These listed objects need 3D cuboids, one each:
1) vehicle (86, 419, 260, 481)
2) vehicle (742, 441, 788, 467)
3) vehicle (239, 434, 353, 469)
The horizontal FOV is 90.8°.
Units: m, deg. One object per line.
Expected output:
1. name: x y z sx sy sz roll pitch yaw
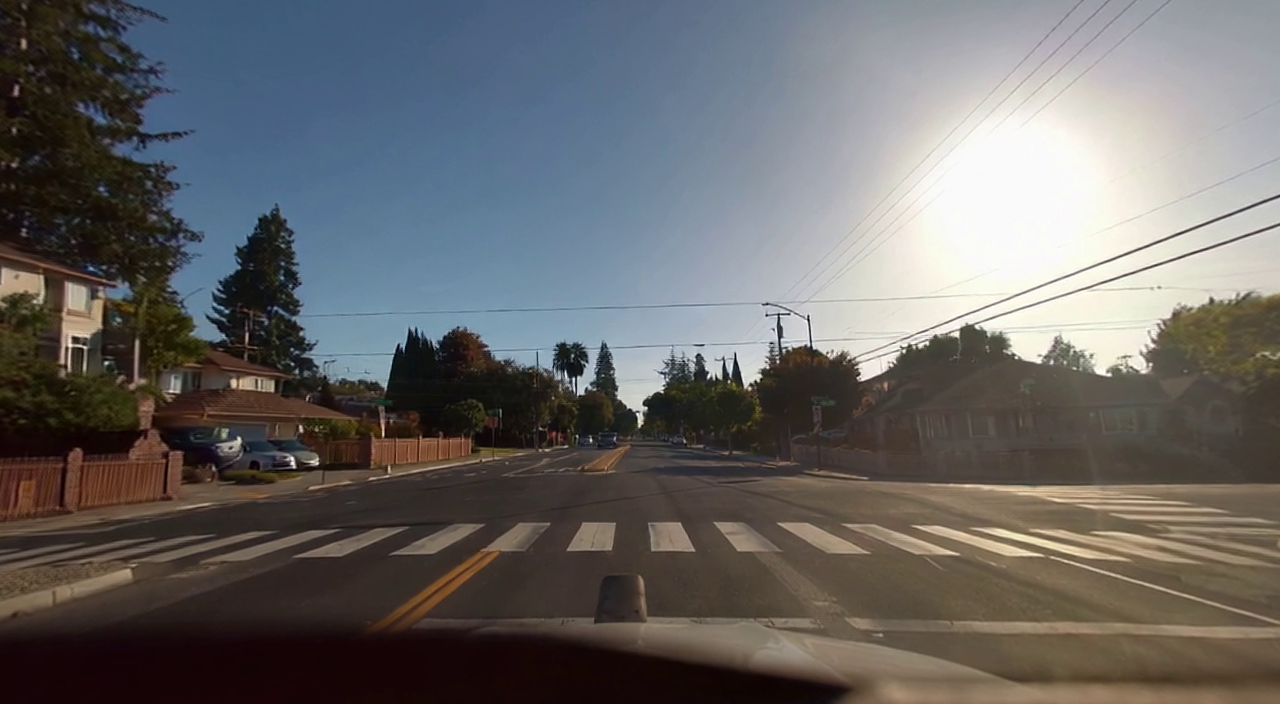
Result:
1. vehicle: -17.938 3.810 24.503 4.800 2.259 2.303 0 -9 0
2. vehicle: 8.004 6.574 40.891 2.029 1.554 4.705 0 -9 1
3. vehicle: -17.956 5.224 33.151 4.743 1.734 1.994 0 -9 0
